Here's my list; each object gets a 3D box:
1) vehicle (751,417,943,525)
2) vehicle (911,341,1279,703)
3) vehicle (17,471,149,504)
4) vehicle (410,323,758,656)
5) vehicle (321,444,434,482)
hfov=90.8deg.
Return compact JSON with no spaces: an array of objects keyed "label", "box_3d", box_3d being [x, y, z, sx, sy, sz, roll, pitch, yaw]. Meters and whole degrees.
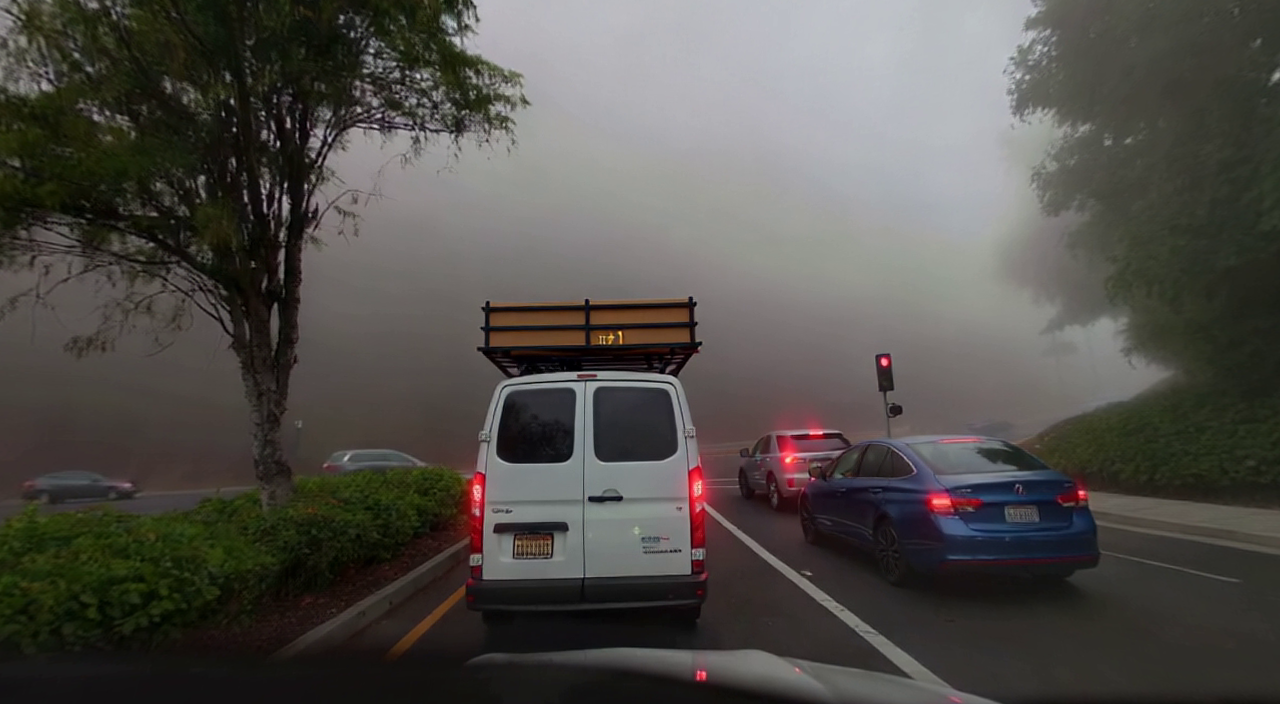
[{"label":"vehicle","box_3d":[3.698,2.217,12.268,2.024,1.692,4.252,1,-9,-4]},{"label":"vehicle","box_3d":[3.449,0.940,3.398,1.965,1.671,4.146,0,-9,-3]},{"label":"vehicle","box_3d":[-25.395,6.193,28.923,4.135,1.321,1.687,2,-9,-11]},{"label":"vehicle","box_3d":[-0.358,1.165,6.184,2.145,2.089,4.309,0,-9,0]},{"label":"vehicle","box_3d":[-14.136,5.953,34.183,5.241,1.894,2.257,5,-10,-32]}]
